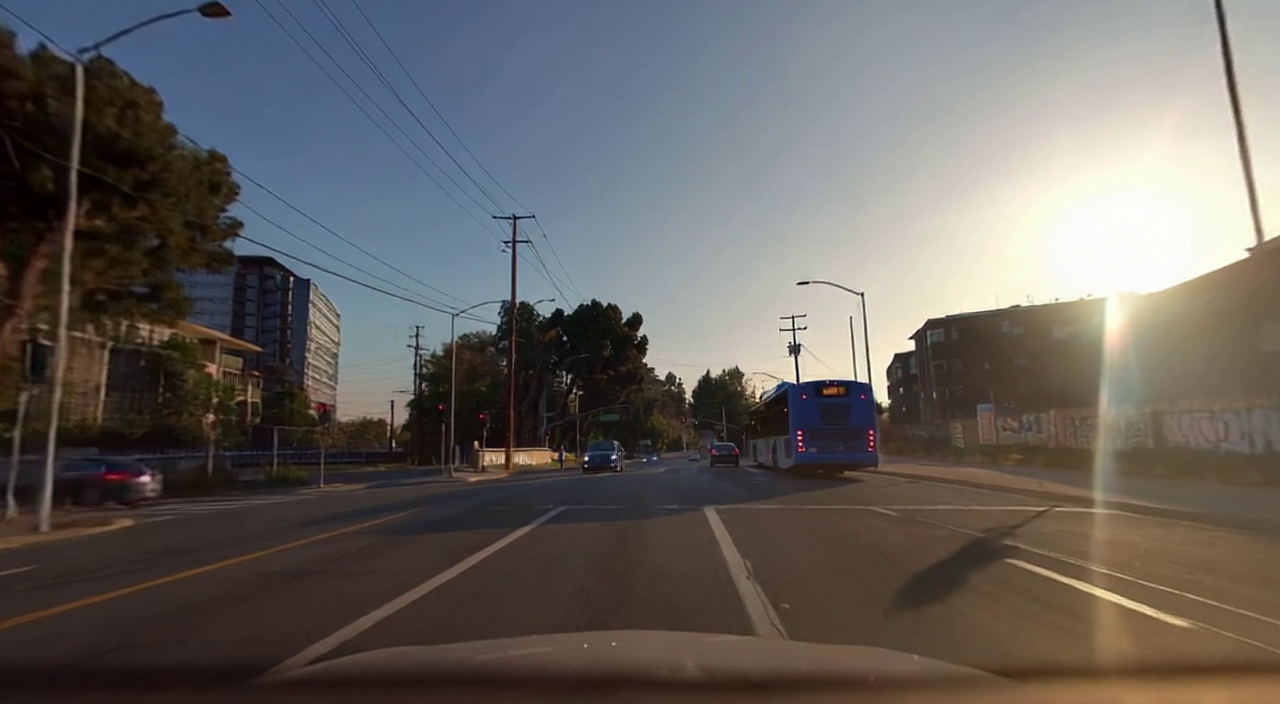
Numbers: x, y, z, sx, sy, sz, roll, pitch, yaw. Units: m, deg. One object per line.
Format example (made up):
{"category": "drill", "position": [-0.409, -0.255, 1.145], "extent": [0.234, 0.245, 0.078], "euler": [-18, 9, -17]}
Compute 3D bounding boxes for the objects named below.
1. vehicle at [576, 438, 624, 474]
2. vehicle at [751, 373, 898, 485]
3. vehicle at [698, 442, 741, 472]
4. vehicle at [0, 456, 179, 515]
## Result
{"category": "vehicle", "position": [-2.082, 5.610, 34.180], "extent": [2.015, 1.818, 4.061], "euler": [-1, -9, 5]}
{"category": "vehicle", "position": [6.831, 3.314, 25.970], "extent": [3.045, 3.447, 12.604], "euler": [-1, -9, 4]}
{"category": "vehicle", "position": [4.269, 5.677, 34.342], "extent": [1.961, 1.470, 4.196], "euler": [-1, -8, 3]}
{"category": "vehicle", "position": [-16.385, 3.825, 18.281], "extent": [4.420, 1.544, 2.018], "euler": [0, -9, -2]}
